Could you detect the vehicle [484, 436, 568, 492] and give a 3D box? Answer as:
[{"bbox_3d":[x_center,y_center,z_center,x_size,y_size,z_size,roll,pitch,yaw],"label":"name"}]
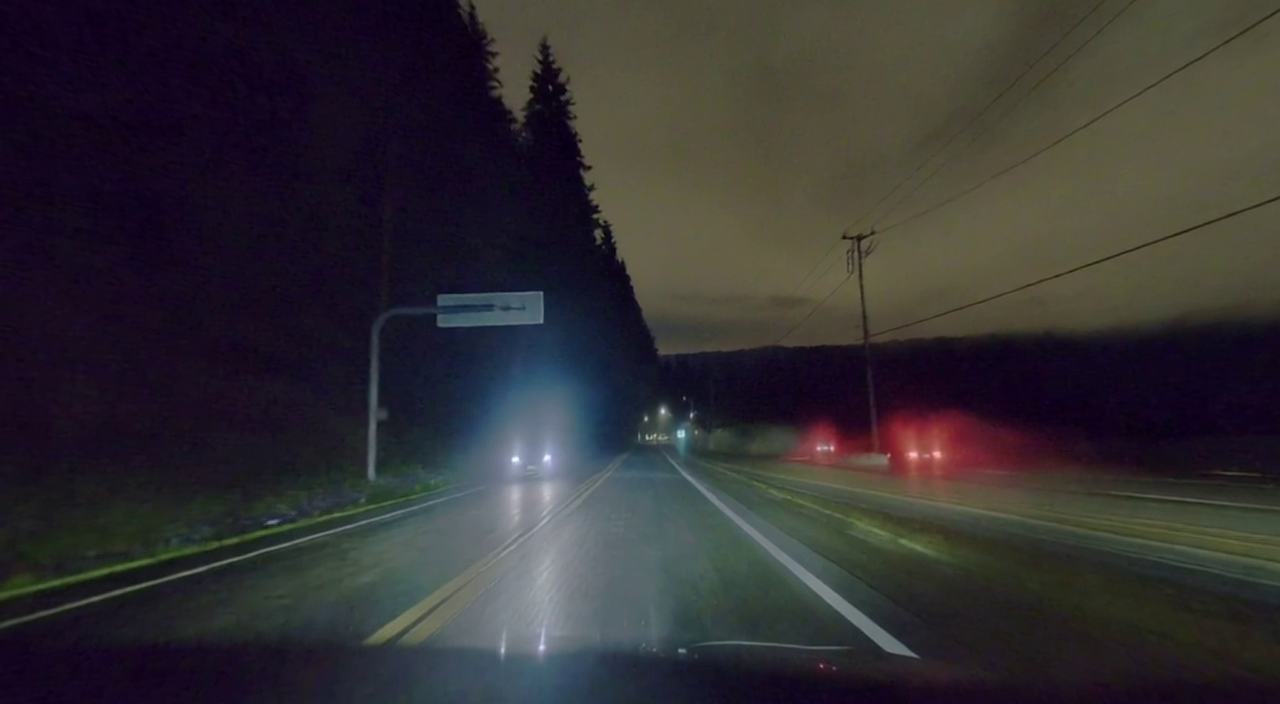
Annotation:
[{"bbox_3d":[-3.776,3.779,21.656,2.074,1.679,4.293,0,-8,0],"label":"vehicle"}]
